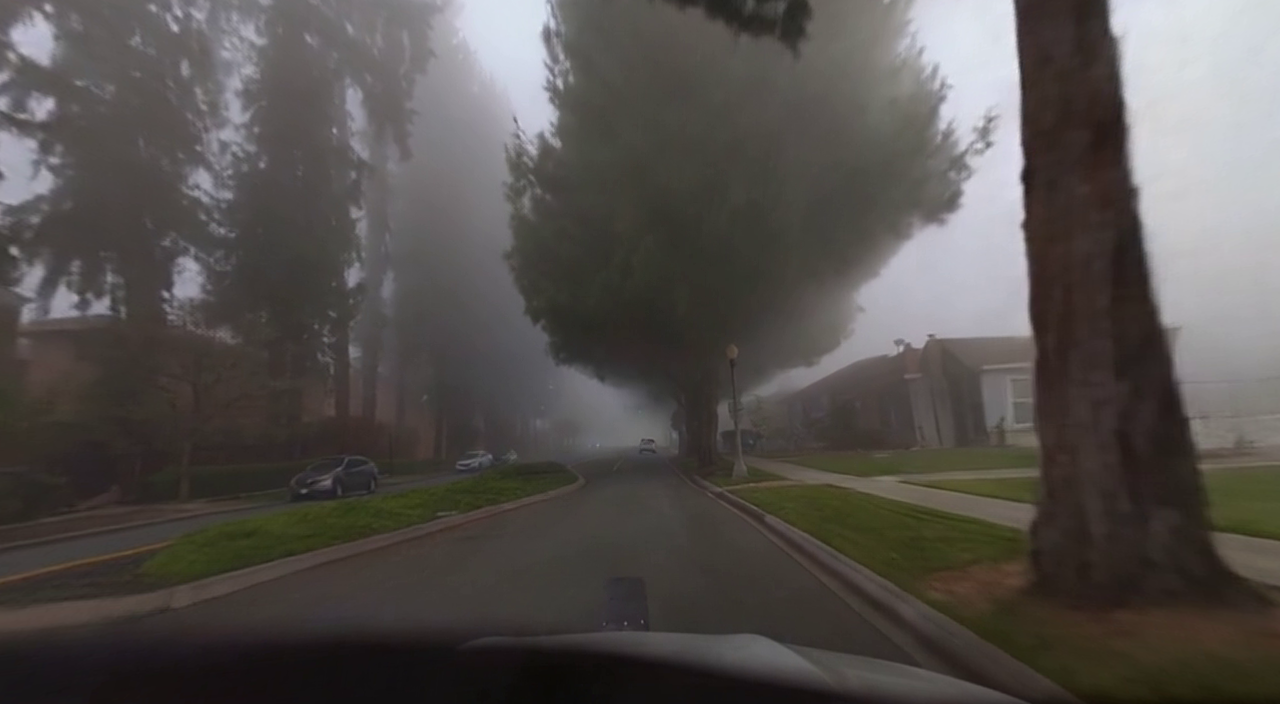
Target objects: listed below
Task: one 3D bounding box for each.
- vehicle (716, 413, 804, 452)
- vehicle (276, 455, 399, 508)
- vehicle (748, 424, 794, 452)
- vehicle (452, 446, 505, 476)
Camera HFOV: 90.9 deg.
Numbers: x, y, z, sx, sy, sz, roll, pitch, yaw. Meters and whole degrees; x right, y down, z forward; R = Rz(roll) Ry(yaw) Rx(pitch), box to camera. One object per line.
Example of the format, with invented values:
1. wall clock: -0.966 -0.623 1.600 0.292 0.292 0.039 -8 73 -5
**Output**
1. vehicle: 9.092 6.136 47.853 6.019 2.672 2.563 -5 -9 27
2. vehicle: -10.061 4.305 21.434 1.892 1.484 4.576 0 -8 0
3. vehicle: 8.815 5.850 42.909 1.999 1.753 4.995 0 -8 -1
4. vehicle: -10.336 6.979 40.711 1.995 1.657 4.609 -4 -8 3
